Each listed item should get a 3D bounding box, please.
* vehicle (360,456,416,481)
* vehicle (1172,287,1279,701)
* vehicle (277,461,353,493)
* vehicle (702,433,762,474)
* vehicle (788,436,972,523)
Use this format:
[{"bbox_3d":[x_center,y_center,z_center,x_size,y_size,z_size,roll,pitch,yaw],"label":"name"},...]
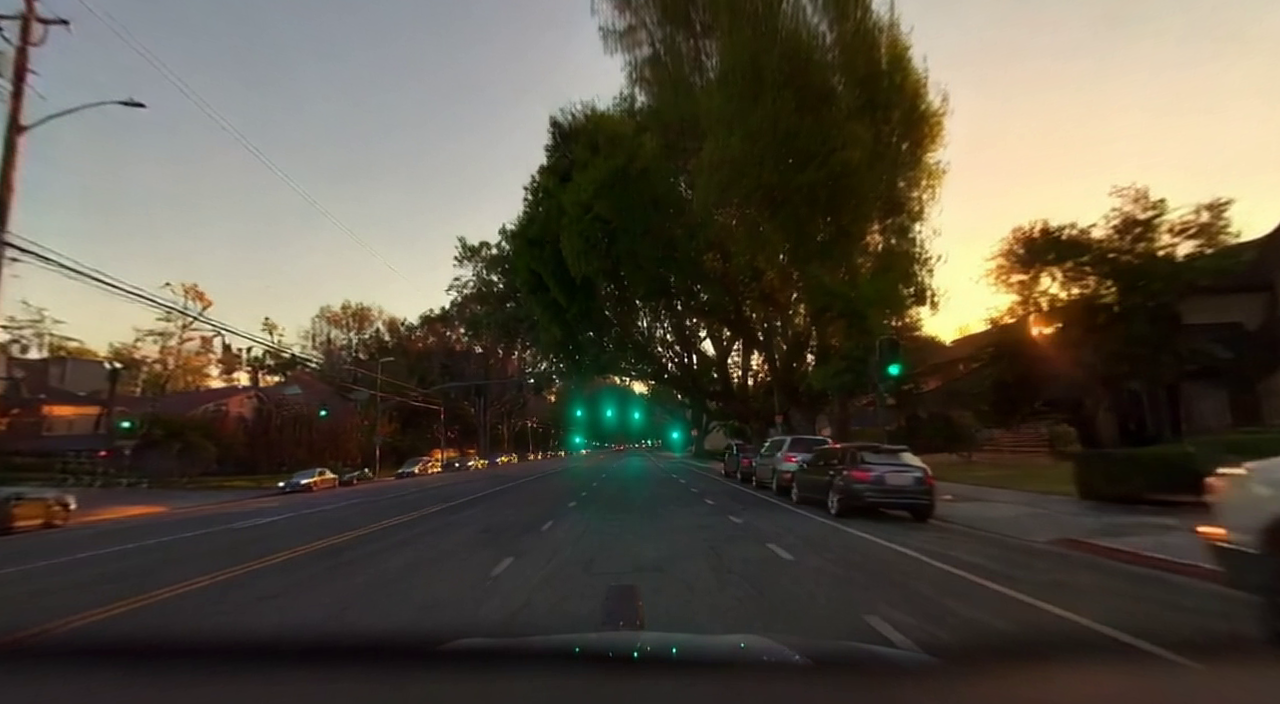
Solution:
[{"bbox_3d":[-17.799,8.258,44.878,2.151,1.560,4.657,0,-9,-1],"label":"vehicle"},{"bbox_3d":[4.564,0.362,0.856,2.438,2.086,5.821,0,-9,-2],"label":"vehicle"},{"bbox_3d":[-17.647,6.770,34.574,1.811,1.505,4.507,0,-9,-1],"label":"vehicle"},{"bbox_3d":[4.387,4.943,30.929,2.059,1.783,5.221,0,-9,-1],"label":"vehicle"},{"bbox_3d":[4.599,2.510,13.087,1.844,1.426,4.916,0,-9,0],"label":"vehicle"}]
